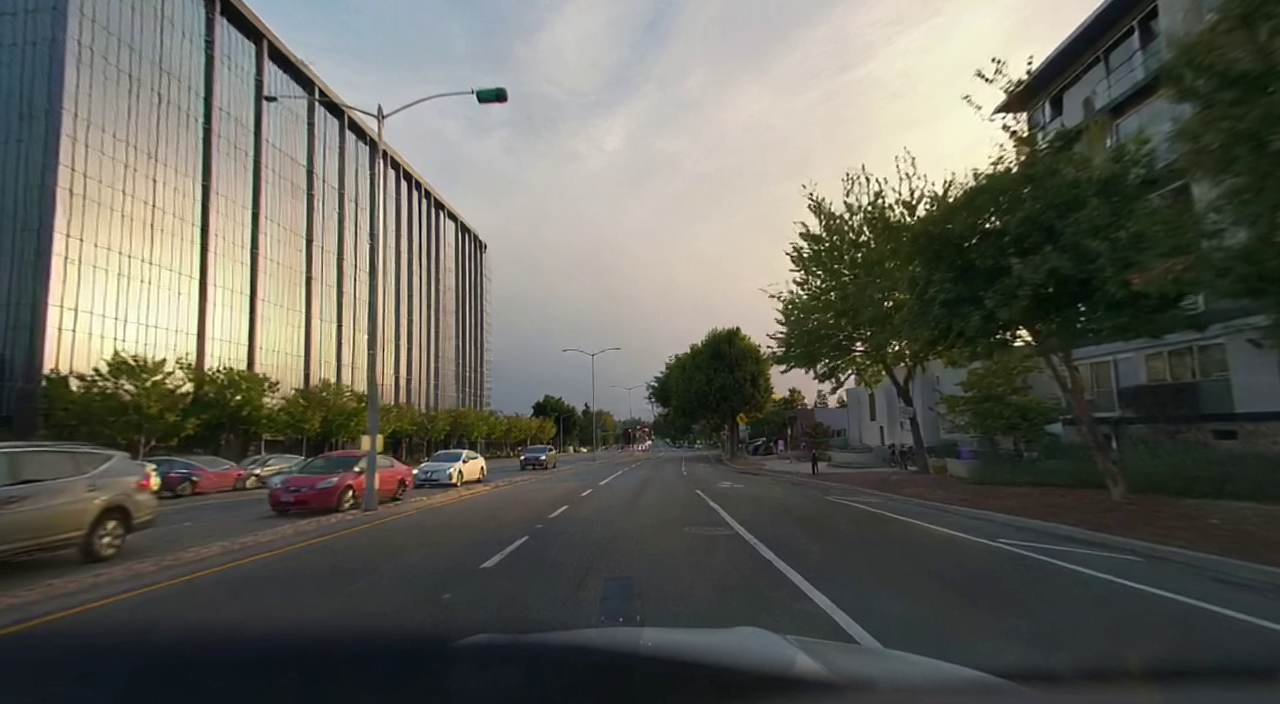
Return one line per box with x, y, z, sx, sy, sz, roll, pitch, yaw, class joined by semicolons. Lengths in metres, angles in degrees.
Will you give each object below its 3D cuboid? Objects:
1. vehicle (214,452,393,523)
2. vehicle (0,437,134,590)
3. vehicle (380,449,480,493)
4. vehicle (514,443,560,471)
-8.150;3.285;15.929;1.845;1.456;4.616;0;-8;2;vehicle
-8.252;1.733;6.535;2.021;1.704;4.756;0;-8;1;vehicle
-7.874;4.470;24.225;1.983;1.486;4.707;0;-8;3;vehicle
-6.828;7.001;42.327;1.988;1.755;4.568;-1;-8;4;vehicle
